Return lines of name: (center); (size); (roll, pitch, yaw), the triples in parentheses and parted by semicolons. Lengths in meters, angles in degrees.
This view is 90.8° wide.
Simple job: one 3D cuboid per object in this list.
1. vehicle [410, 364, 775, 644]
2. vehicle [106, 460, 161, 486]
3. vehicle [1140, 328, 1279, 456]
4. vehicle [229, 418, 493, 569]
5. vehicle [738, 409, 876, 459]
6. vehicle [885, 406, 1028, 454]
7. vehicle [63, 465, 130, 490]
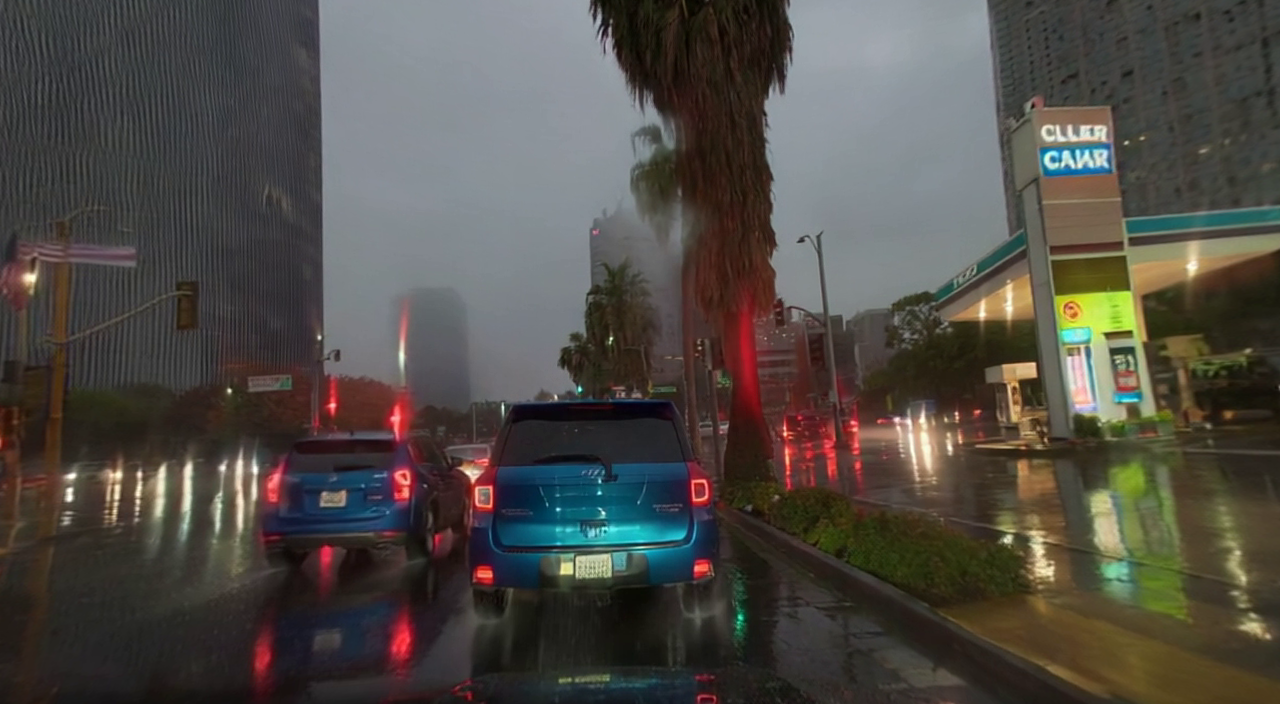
vehicle: (-0.495, 1.390, 6.884); (2.519, 1.913, 4.819); (0, -8, -5)
vehicle: (-36.105, 8.625, 45.071); (1.465, 1.367, 3.238); (-6, -5, -5)
vehicle: (9.999, 0.634, 8.837); (4.374, 1.571, 1.963); (0, -8, -4)
vehicle: (-3.760, 1.982, 9.784); (2.097, 1.692, 5.030); (0, -8, -4)
vehicle: (7.147, 3.562, 27.440); (5.307, 2.076, 2.122); (0, -8, -5)
vehicle: (13.814, 3.439, 27.794); (5.033, 1.999, 2.259); (0, -8, -3)
vehicle: (-38.320, 8.862, 44.641); (2.008, 1.528, 3.242); (0, -8, -6)
